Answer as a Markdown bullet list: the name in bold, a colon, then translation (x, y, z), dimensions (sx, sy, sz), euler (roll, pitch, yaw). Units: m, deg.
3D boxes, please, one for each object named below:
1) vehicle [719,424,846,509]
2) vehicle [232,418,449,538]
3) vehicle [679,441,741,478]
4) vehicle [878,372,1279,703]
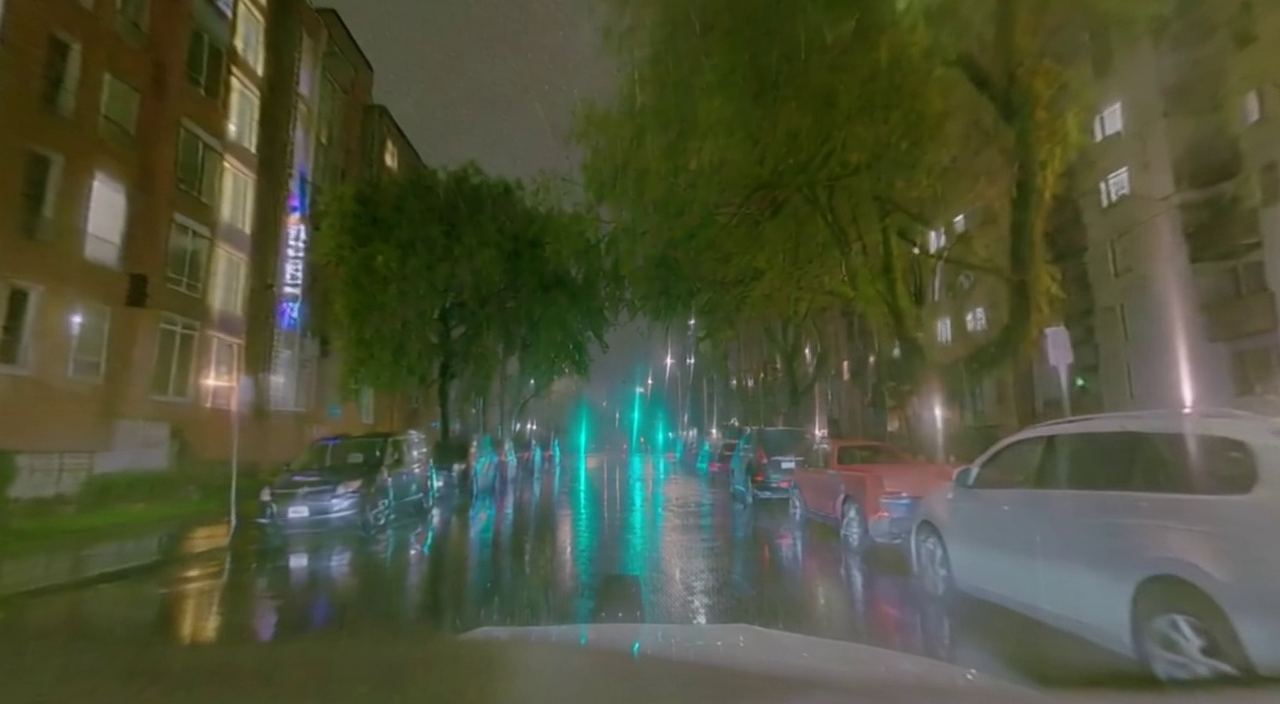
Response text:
- **vehicle**: translation (3.417, 2.854, 16.195), dimensions (2.024, 1.825, 4.684), euler (0, -8, -2)
- **vehicle**: translation (-5.453, 2.342, 12.412), dimensions (2.069, 1.881, 4.697), euler (0, -8, -2)
- **vehicle**: translation (3.160, 4.951, 29.377), dimensions (2.007, 1.545, 4.562), euler (1, -8, -5)
- **vehicle**: translation (3.451, 1.197, 4.183), dimensions (1.964, 1.646, 4.543), euler (2, -8, 0)
